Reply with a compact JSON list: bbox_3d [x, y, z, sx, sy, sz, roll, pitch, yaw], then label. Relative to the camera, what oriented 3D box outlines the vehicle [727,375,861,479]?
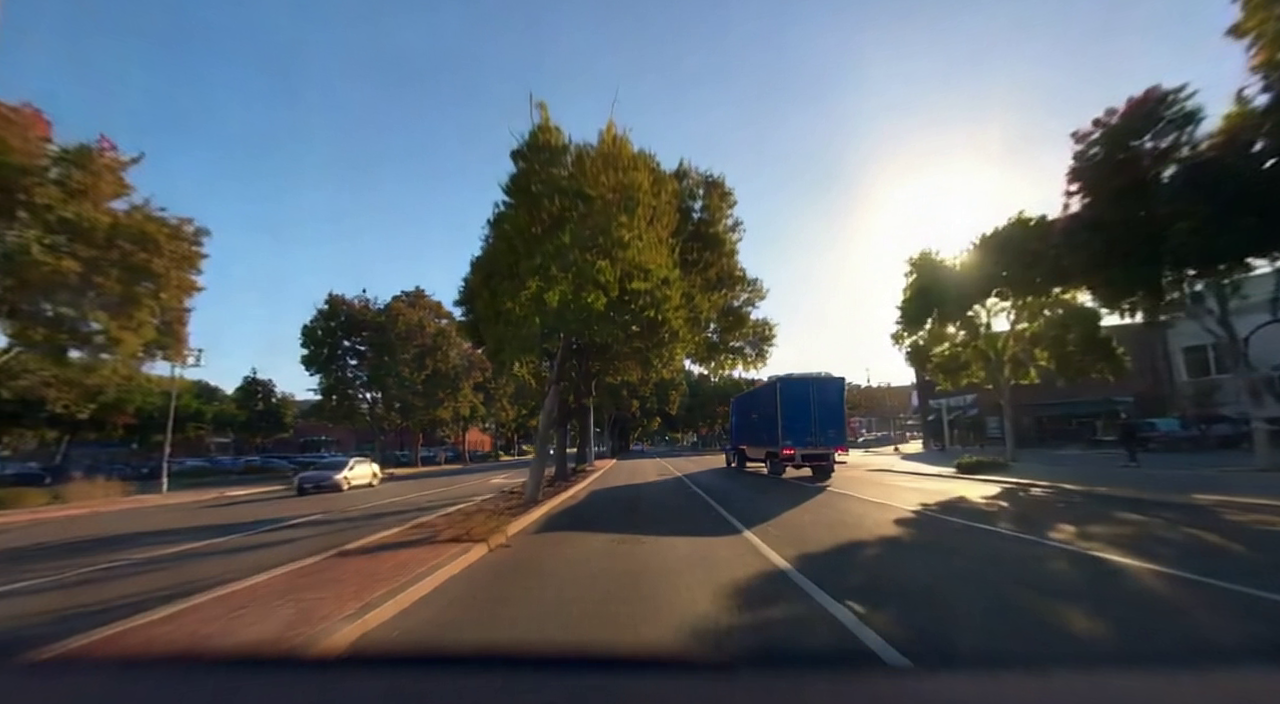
[{"bbox_3d":[6.411,3.584,28.891,3.120,3.794,11.510,0,-8,-1],"label":"vehicle"}]

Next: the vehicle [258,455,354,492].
[{"bbox_3d":[-15.467,5.637,29.582,1.901,1.487,4.711,0,-9,0],"label":"vehicle"}]
